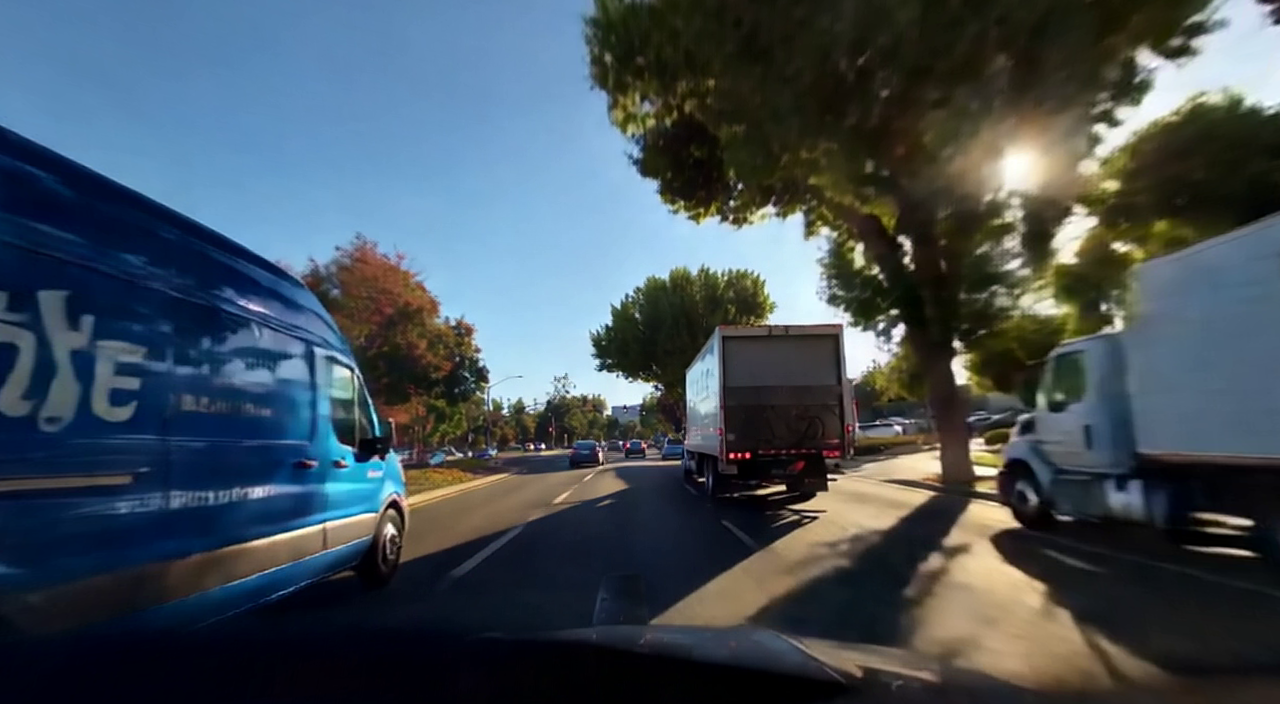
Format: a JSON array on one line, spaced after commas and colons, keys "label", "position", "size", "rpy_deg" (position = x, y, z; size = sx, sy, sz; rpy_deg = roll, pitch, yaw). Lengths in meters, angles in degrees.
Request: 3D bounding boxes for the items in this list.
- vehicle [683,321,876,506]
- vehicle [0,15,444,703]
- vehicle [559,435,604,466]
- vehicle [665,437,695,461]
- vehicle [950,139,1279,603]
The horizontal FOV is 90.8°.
[{"label": "vehicle", "position": [2.960, 1.880, 16.994], "size": [2.861, 3.525, 9.858], "rpy_deg": [0, -9, 0]}, {"label": "vehicle", "position": [-3.422, 0.435, 3.512], "size": [2.443, 2.784, 6.493], "rpy_deg": [0, -9, 1]}, {"label": "vehicle", "position": [-3.518, 6.099, 39.149], "size": [2.356, 1.766, 5.674], "rpy_deg": [0, -9, -1]}, {"label": "vehicle", "position": [2.777, 6.882, 44.837], "size": [1.869, 1.616, 4.346], "rpy_deg": [0, -9, 0]}, {"label": "vehicle", "position": [6.985, 0.260, 6.111], "size": [3.005, 3.947, 9.252], "rpy_deg": [0, -8, -1]}]
